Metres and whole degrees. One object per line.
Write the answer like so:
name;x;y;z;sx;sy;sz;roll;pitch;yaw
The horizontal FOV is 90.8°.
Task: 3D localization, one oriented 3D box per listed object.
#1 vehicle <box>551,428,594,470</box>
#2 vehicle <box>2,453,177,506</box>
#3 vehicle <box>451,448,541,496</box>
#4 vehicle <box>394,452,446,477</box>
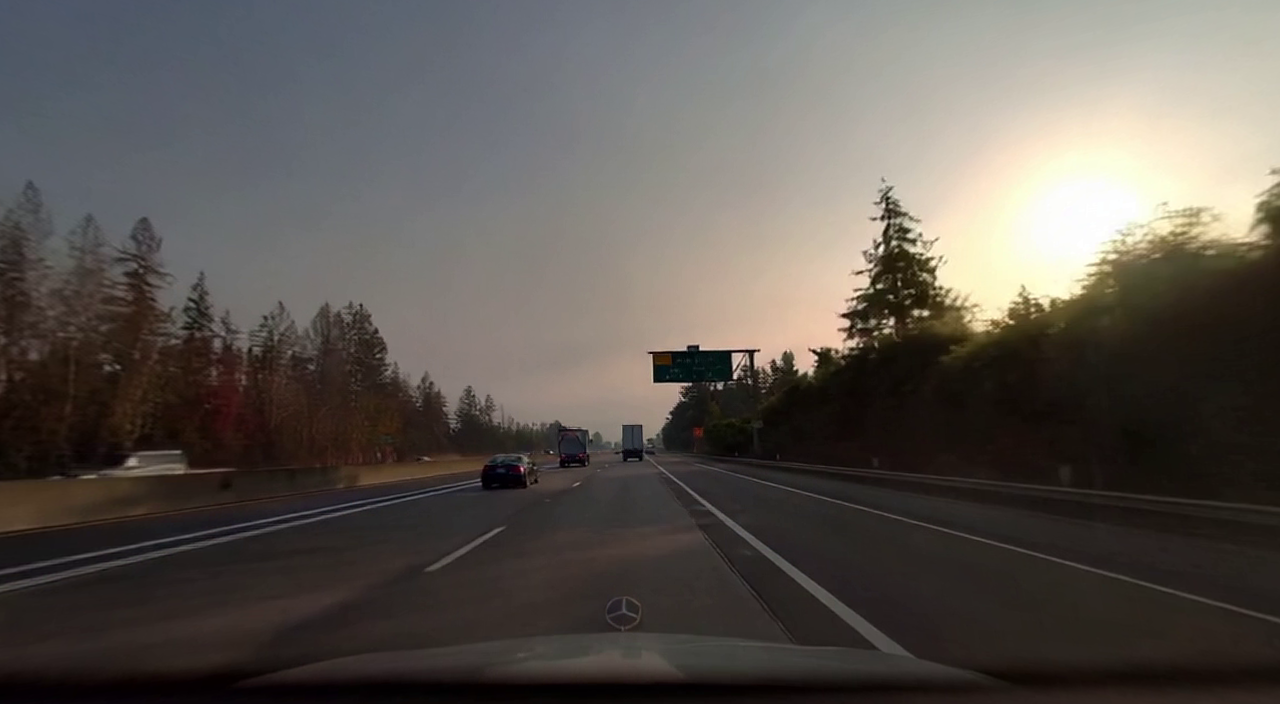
vehicle;-4.764;7.015;45.539;2.368;2.813;6.329;0;-9;0
vehicle;-17.744;4.087;20.681;1.865;1.509;4.237;0;-9;0
vehicle;-4.813;4.075;21.851;1.979;1.459;4.643;0;-9;0
vehicle;-13.646;6.972;39.277;1.904;1.435;3.558;0;-9;0
